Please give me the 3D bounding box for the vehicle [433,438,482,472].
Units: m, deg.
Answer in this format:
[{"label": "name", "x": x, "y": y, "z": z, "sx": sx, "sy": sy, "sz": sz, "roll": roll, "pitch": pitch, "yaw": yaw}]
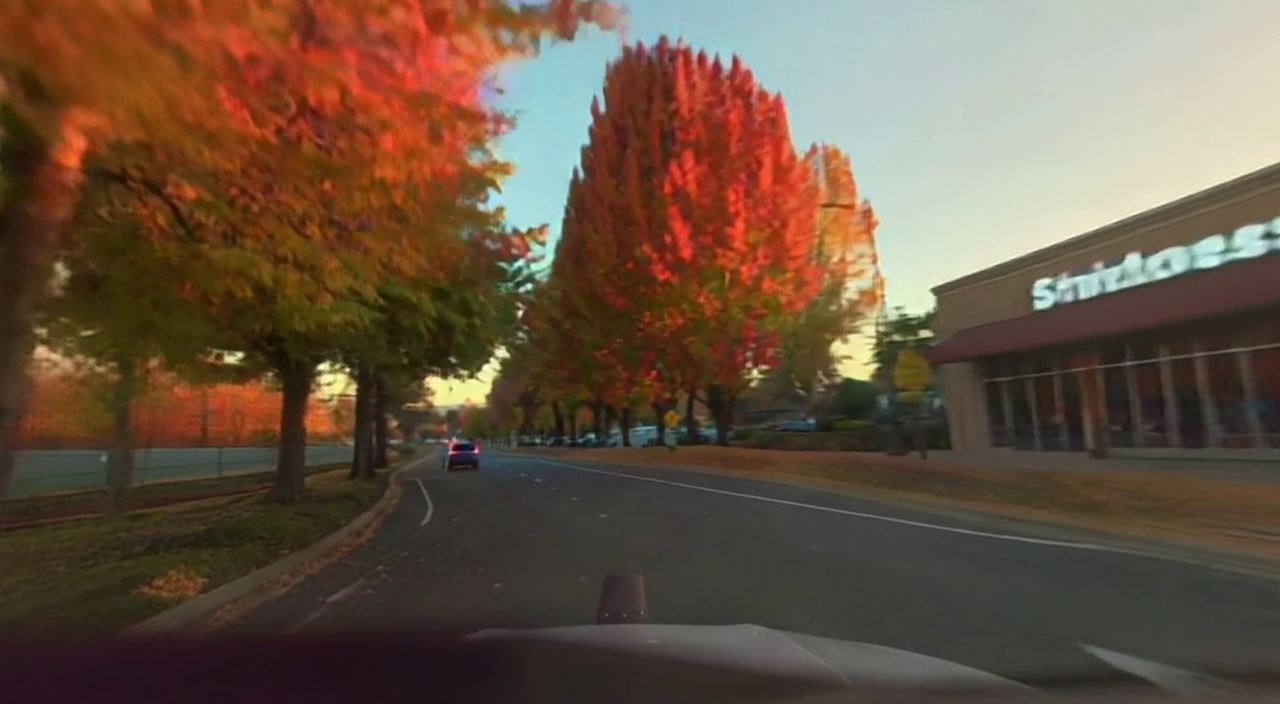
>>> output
[{"label": "vehicle", "x": -10.577, "y": 5.860, "z": 36.221, "sx": 2.146, "sy": 1.814, "sz": 5.110, "roll": 3, "pitch": -9, "yaw": -21}]
